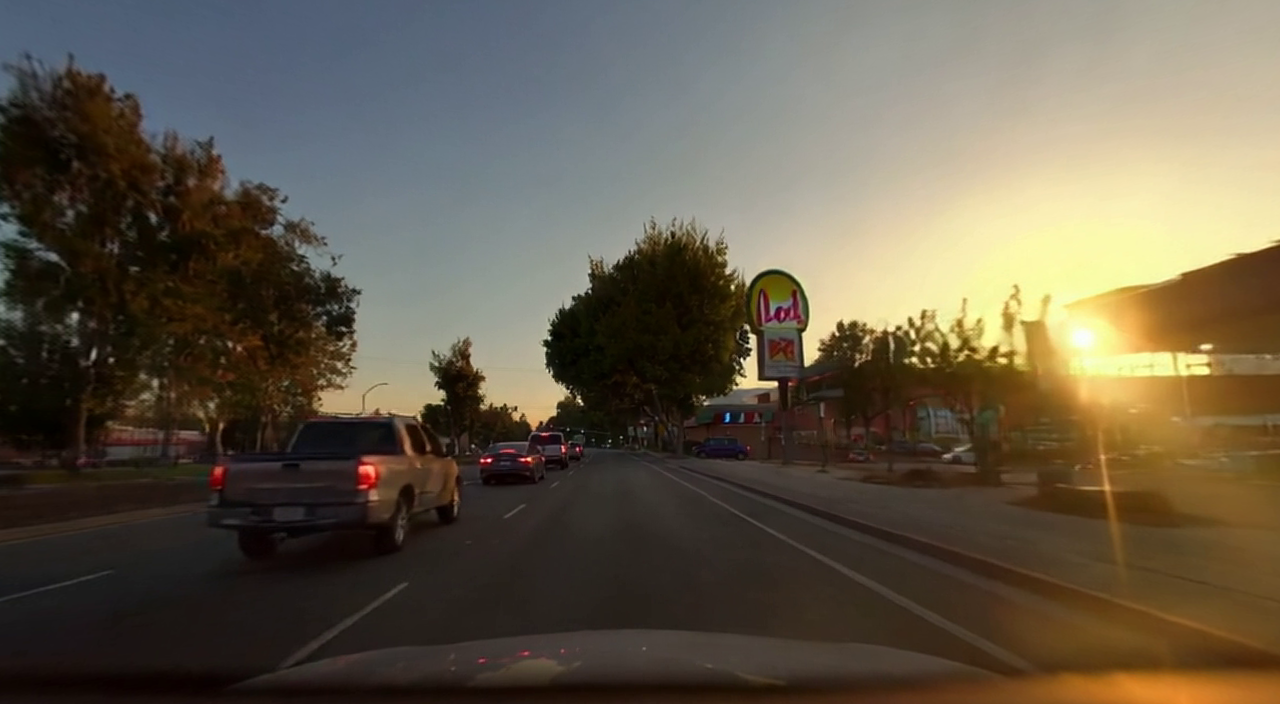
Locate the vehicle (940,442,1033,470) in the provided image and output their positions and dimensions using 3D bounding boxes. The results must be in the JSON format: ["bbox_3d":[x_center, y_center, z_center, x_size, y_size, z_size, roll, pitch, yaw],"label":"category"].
[{"bbox_3d":[23.775,7.166,43.256,5.120,1.817,2.154,-1,-9,9],"label":"vehicle"}]

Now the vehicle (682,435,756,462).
[{"bbox_3d":[5.445,6.773,43.842,4.813,1.622,2.110,-3,-11,2],"label":"vehicle"}]

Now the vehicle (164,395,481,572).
[{"bbox_3d":[-4.079,1.796,9.386,2.222,1.899,5.006,0,-8,-2],"label":"vehicle"}]

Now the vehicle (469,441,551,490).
[{"bbox_3d":[-4.205,3.732,21.051,2.113,1.446,4.309,1,-8,-4],"label":"vehicle"}]
